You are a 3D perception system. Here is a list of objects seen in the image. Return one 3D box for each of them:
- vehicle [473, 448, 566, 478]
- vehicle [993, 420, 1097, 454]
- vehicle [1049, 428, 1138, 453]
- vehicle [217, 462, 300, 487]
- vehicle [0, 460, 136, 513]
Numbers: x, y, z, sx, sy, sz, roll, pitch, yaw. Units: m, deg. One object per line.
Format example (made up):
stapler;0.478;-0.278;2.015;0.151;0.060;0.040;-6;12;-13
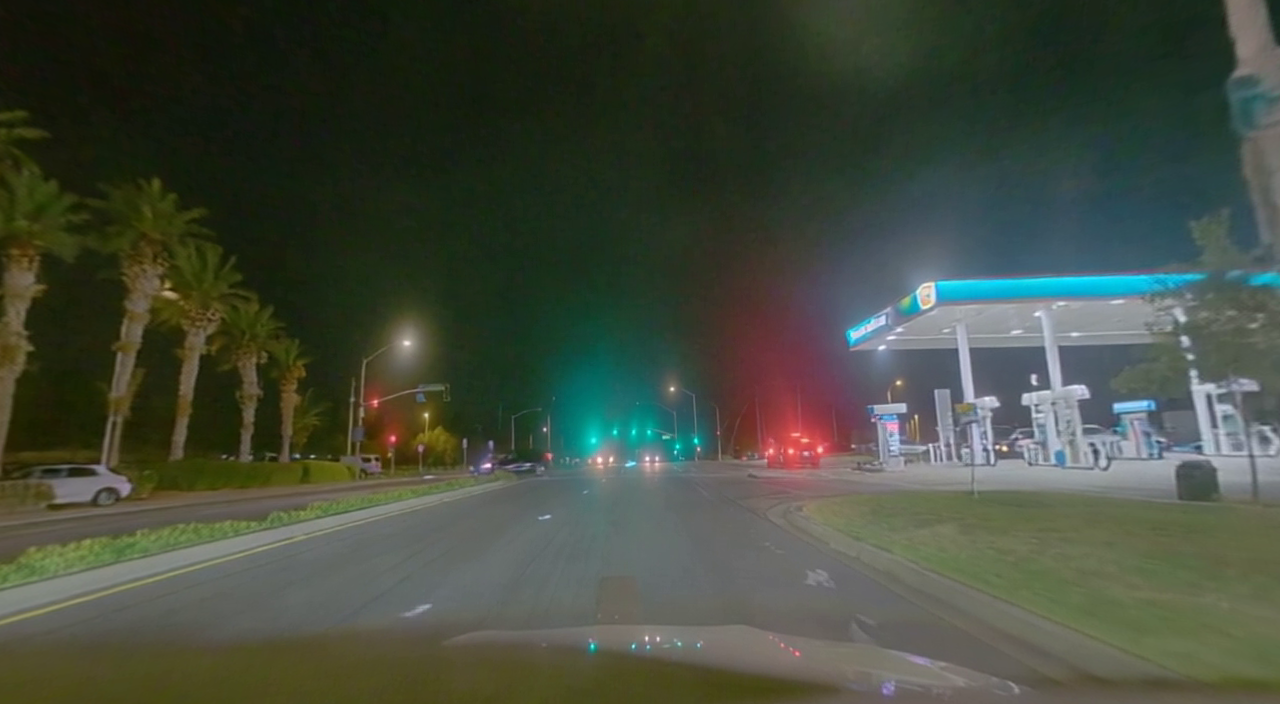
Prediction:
vehicle;-6.568;6.065;34.907;1.920;1.496;4.763;-8;-12;43
vehicle;30.570;6.429;47.805;6.052;2.171;2.511;-3;-8;-2
vehicle;30.357;5.956;42.341;4.286;1.519;2.070;-2;-9;0
vehicle;-25.595;8.221;42.450;4.407;1.565;1.861;0;-9;3
vehicle;-19.348;4.235;20.156;4.758;1.542;1.941;0;-9;-2
